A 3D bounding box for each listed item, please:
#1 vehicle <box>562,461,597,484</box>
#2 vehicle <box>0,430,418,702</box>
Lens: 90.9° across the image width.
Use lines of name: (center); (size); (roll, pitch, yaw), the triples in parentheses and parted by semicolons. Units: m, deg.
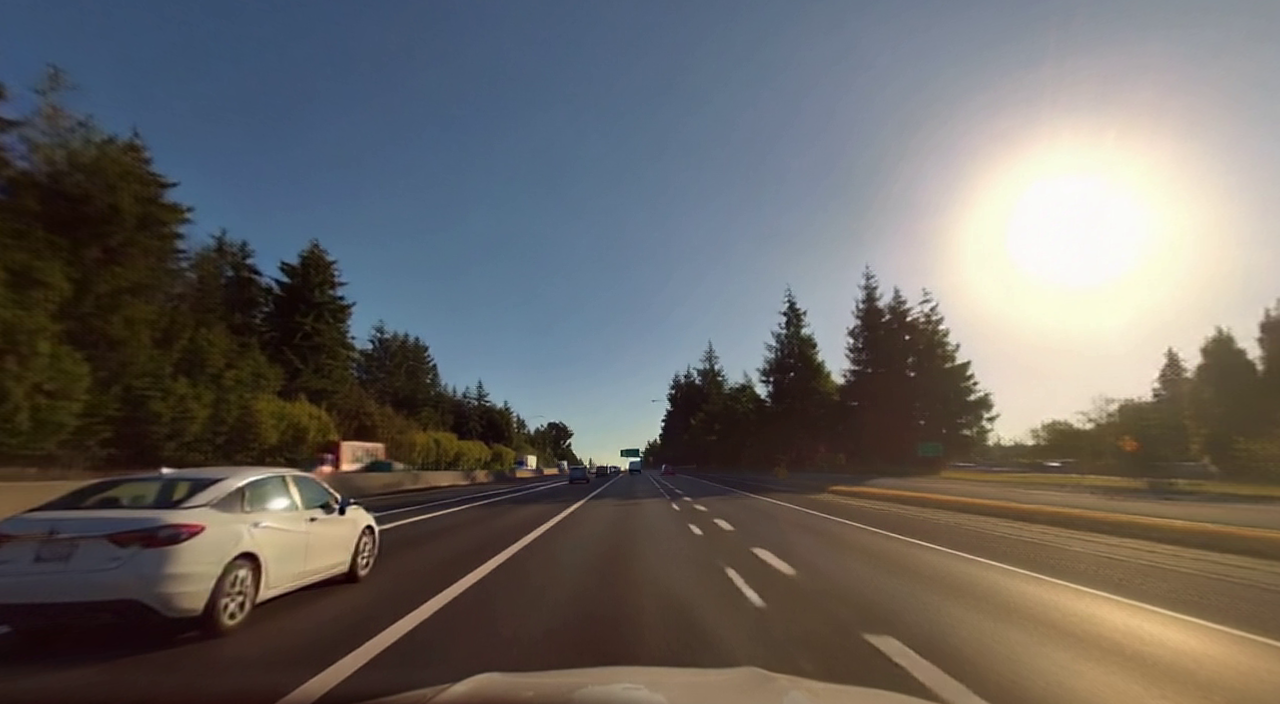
vehicle: (-4.347, 8.800, 46.030); (2.126, 1.488, 4.186); (1, -11, -1)
vehicle: (-3.827, 1.555, 5.685); (1.998, 1.427, 4.462); (1, -11, 0)
